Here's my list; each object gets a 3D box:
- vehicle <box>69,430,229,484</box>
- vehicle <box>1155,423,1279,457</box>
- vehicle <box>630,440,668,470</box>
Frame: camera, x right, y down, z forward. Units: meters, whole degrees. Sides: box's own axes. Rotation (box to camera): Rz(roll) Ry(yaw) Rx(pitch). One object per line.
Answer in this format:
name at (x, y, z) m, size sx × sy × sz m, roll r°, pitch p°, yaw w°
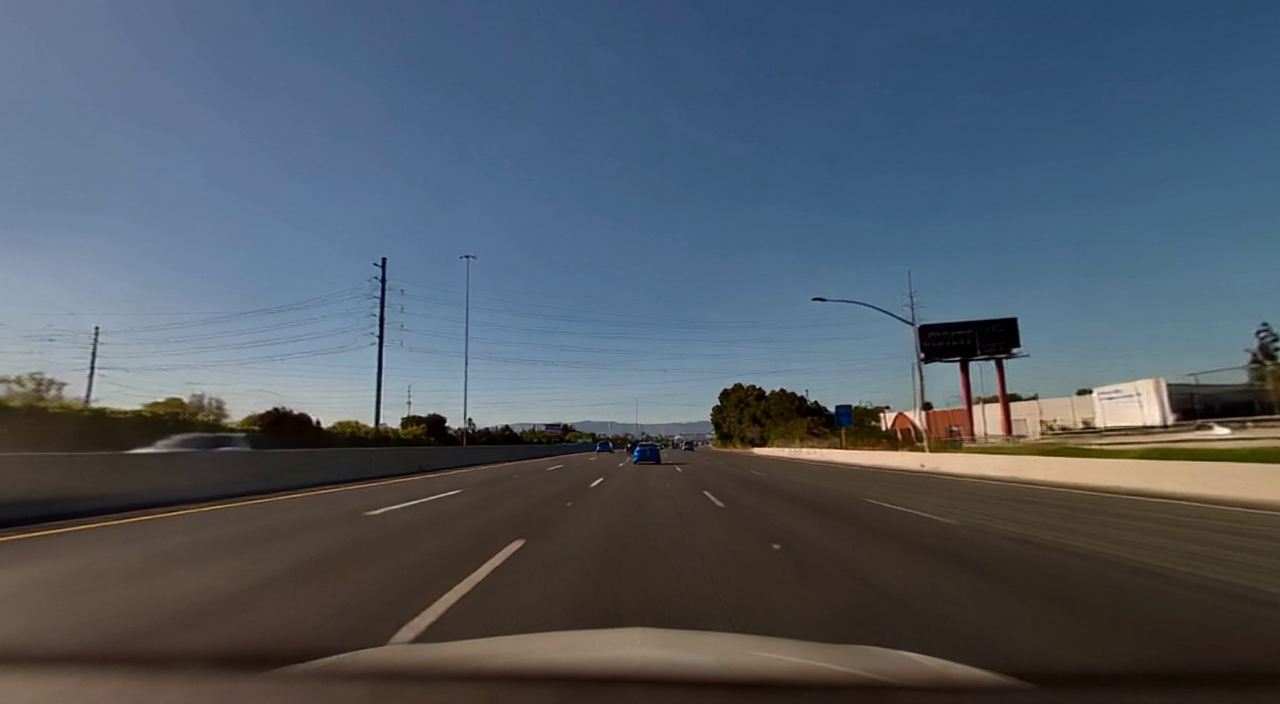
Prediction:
vehicle at (-15.633, 3.362, 20.429) m, size 1.895 × 1.554 × 3.965 m, roll -1°, pitch -8°, yaw 1°
vehicle at (27.794, 4.237, 30.210) m, size 2.072 × 1.495 × 4.732 m, roll 0°, pitch -8°, yaw -4°
vehicle at (0.533, 5.883, 36.209) m, size 2.074 × 1.574 × 3.971 m, roll 0°, pitch -8°, yaw 1°
